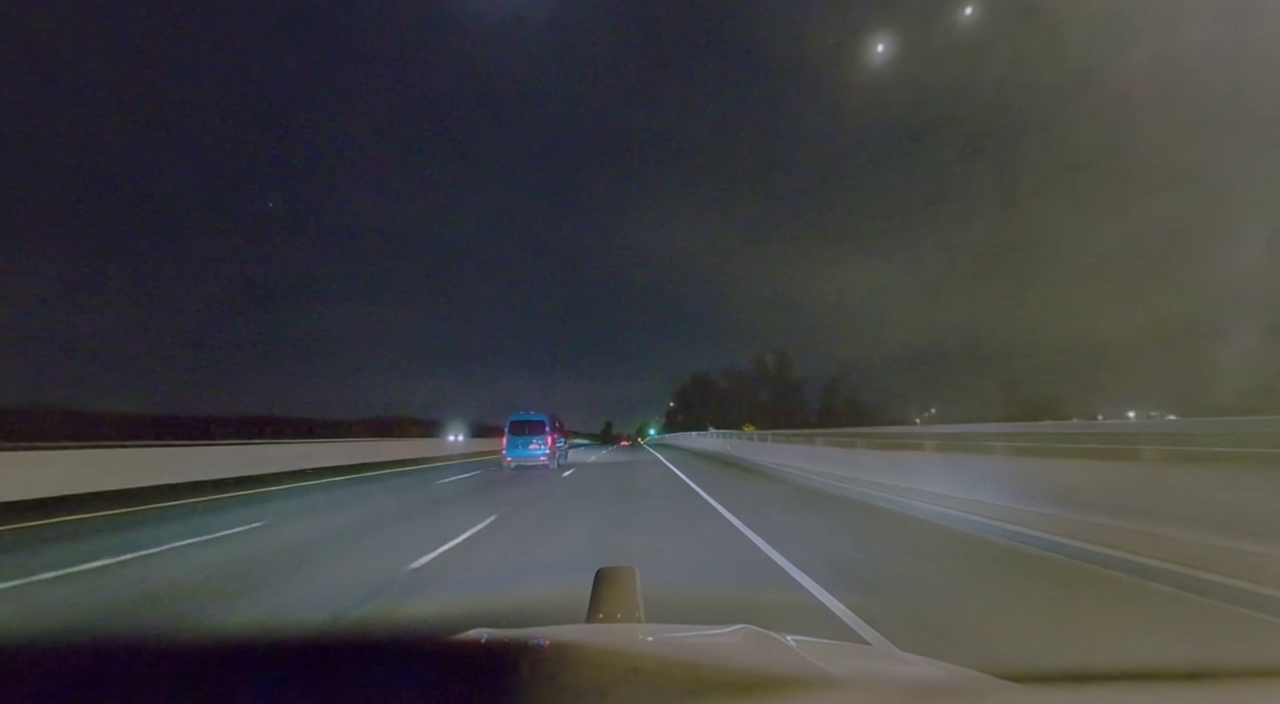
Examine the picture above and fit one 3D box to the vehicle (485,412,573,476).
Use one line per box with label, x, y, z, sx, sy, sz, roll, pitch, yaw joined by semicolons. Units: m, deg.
vehicle;-3.838;3.282;22.727;2.309;2.053;4.884;0;-8;0
